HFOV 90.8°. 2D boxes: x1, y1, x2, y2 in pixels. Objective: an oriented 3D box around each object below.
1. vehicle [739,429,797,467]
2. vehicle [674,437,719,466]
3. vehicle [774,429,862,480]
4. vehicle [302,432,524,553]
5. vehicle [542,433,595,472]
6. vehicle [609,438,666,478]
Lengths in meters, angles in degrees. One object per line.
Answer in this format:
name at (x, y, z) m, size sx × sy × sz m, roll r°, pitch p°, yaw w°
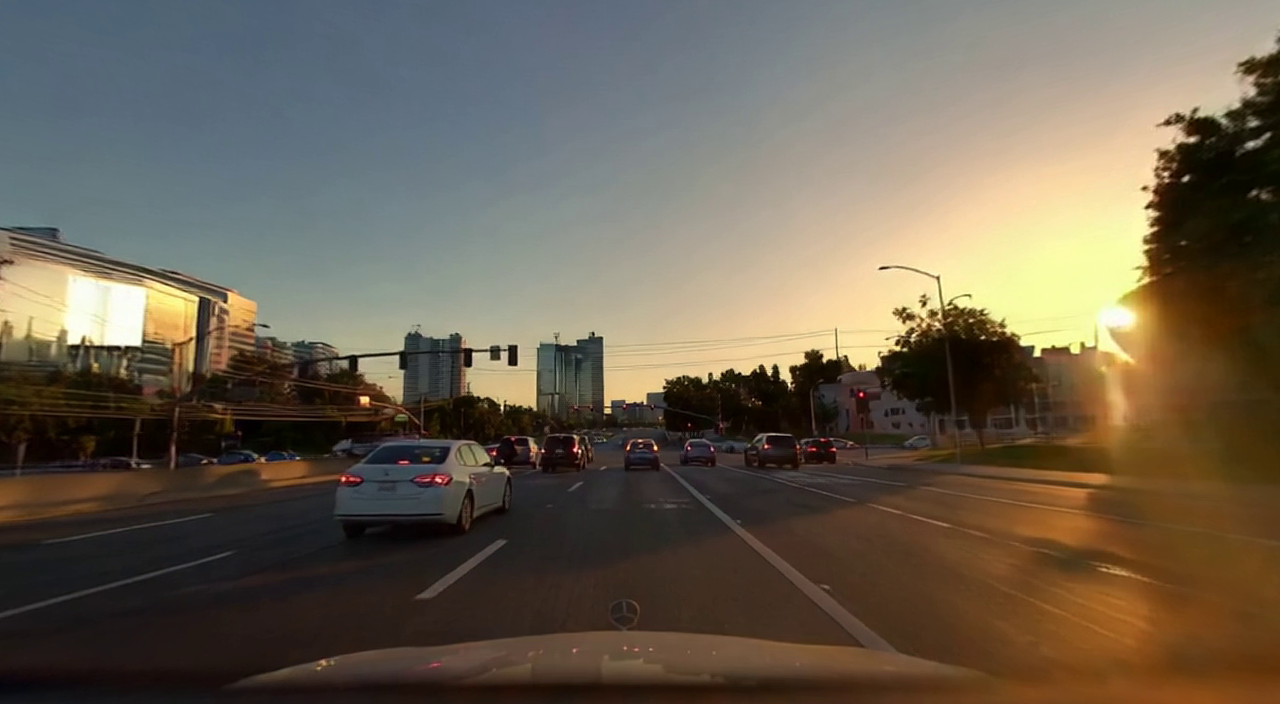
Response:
vehicle at (7.270, 5.538, 36.548) m, size 2.156 × 1.982 × 5.358 m, roll 0°, pitch -8°, yaw -1°
vehicle at (3.137, 5.661, 36.090) m, size 1.987 × 1.515 × 4.521 m, roll 0°, pitch -8°, yaw -2°
vehicle at (6.481, 3.805, 23.579) m, size 1.945 × 1.706 × 4.190 m, roll 0°, pitch -8°, yaw -2°
vehicle at (-3.201, 2.056, 9.998) m, size 1.837 × 1.463 × 4.311 m, roll 0°, pitch -8°, yaw 1°
vehicle at (-3.388, 4.837, 30.627) m, size 2.033 × 1.714 × 4.278 m, roll 0°, pitch -8°, yaw 1°
vehicle at (-0.102, 4.177, 25.135) m, size 2.098 × 1.431 × 3.958 m, roll 0°, pitch -8°, yaw 0°
